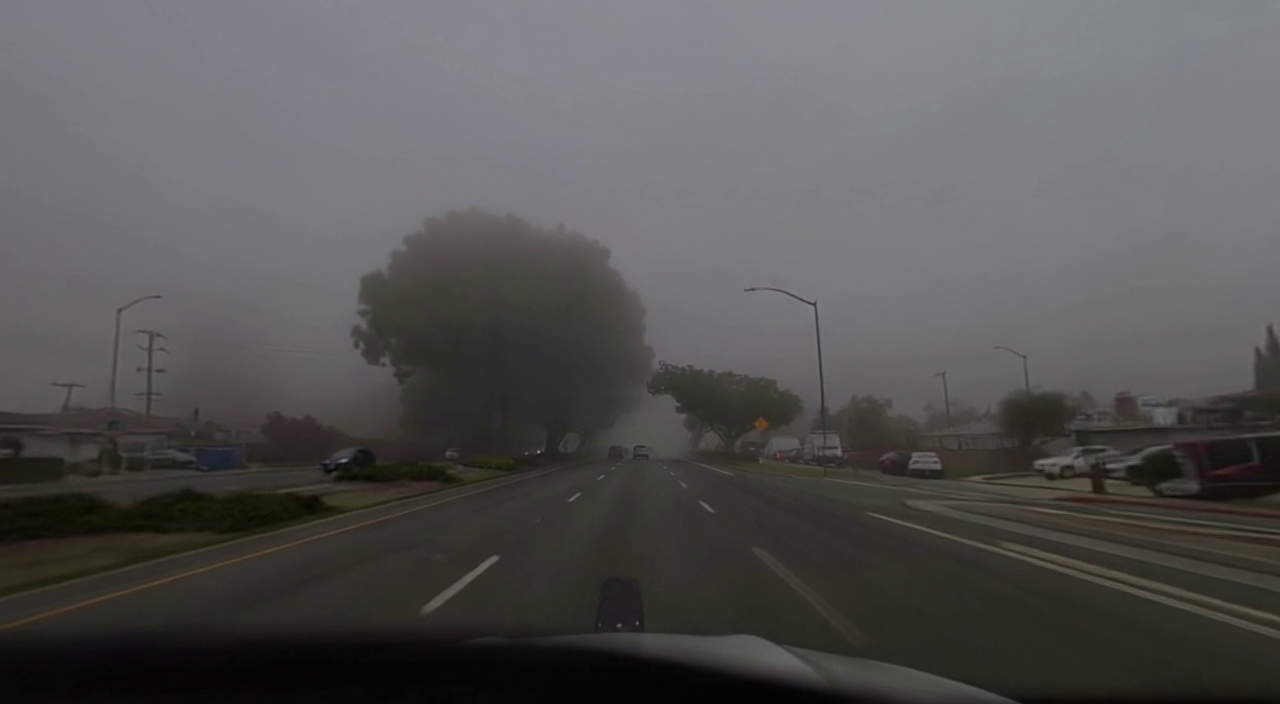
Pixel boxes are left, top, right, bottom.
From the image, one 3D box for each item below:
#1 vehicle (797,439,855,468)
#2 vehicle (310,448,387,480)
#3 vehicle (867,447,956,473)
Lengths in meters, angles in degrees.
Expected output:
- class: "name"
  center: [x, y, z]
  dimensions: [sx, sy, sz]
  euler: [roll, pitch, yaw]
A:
- class: "vehicle"
  center: [13.258, 7.271, 45.427]
  dimensions: [2.047, 1.950, 5.112]
  euler: [1, -9, -8]
- class: "vehicle"
  center: [-14.797, 5.681, 32.309]
  dimensions: [1.929, 1.506, 4.125]
  euler: [0, -8, 0]
- class: "vehicle"
  center: [16.069, 6.363, 37.610]
  dimensions: [1.826, 1.420, 4.533]
  euler: [5, -10, -32]
